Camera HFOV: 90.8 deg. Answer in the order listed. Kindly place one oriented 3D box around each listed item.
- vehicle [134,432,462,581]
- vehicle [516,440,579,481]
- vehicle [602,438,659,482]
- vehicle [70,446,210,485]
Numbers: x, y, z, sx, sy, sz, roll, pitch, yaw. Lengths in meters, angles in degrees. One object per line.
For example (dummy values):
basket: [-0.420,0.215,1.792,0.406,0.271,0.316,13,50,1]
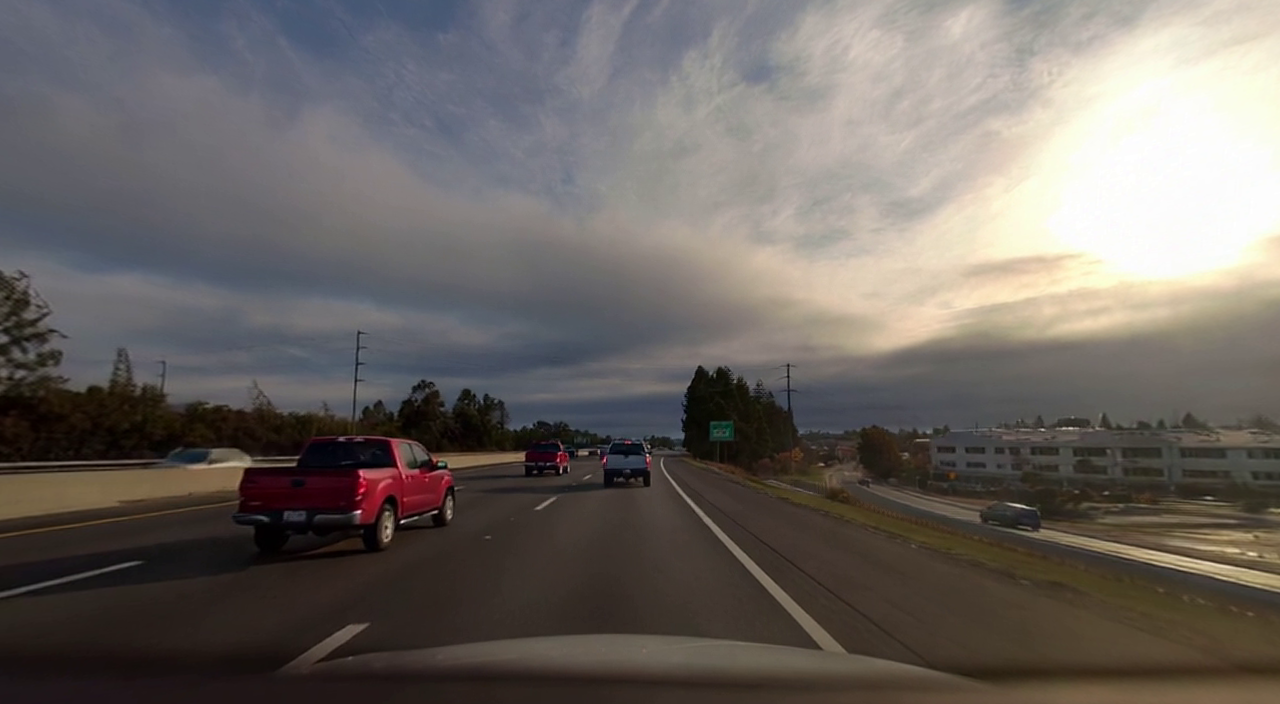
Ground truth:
vehicle: [-4.069,1.880,8.600,1.936,1.470,4.402,0,-8,1]
vehicle: [-4.192,5.027,29.659,2.038,1.704,5.181,0,-8,2]
vehicle: [-0.313,4.707,27.810,2.293,1.753,4.380,0,-8,2]
vehicle: [-21.043,4.757,26.912,1.960,1.475,4.762,0,-8,1]
